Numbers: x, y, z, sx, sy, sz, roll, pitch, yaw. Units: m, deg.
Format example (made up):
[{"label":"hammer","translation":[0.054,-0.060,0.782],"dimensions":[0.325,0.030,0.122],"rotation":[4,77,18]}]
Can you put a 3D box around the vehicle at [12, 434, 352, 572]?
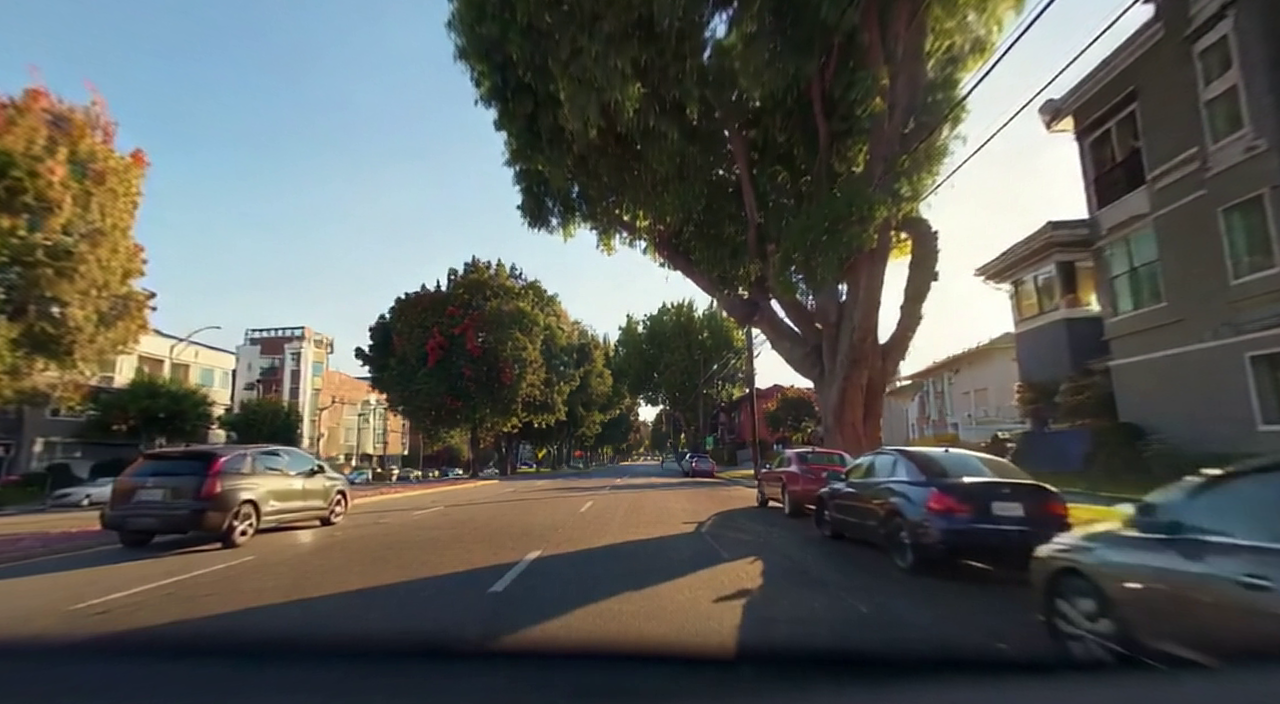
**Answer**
[{"label":"vehicle","translation":[-6.699,2.188,10.080],"dimensions":[2.000,1.671,4.497],"rotation":[0,-8,0]}]

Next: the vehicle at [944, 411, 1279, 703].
[{"label":"vehicle","translation":[3.357,0.992,2.565],"dimensions":[2.016,1.477,4.620],"rotation":[-1,-8,1]}]

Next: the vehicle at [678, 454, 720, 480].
[{"label":"vehicle","translation":[3.727,7.351,40.523],"dimensions":[2.259,1.500,4.474],"rotation":[0,-8,0]}]
